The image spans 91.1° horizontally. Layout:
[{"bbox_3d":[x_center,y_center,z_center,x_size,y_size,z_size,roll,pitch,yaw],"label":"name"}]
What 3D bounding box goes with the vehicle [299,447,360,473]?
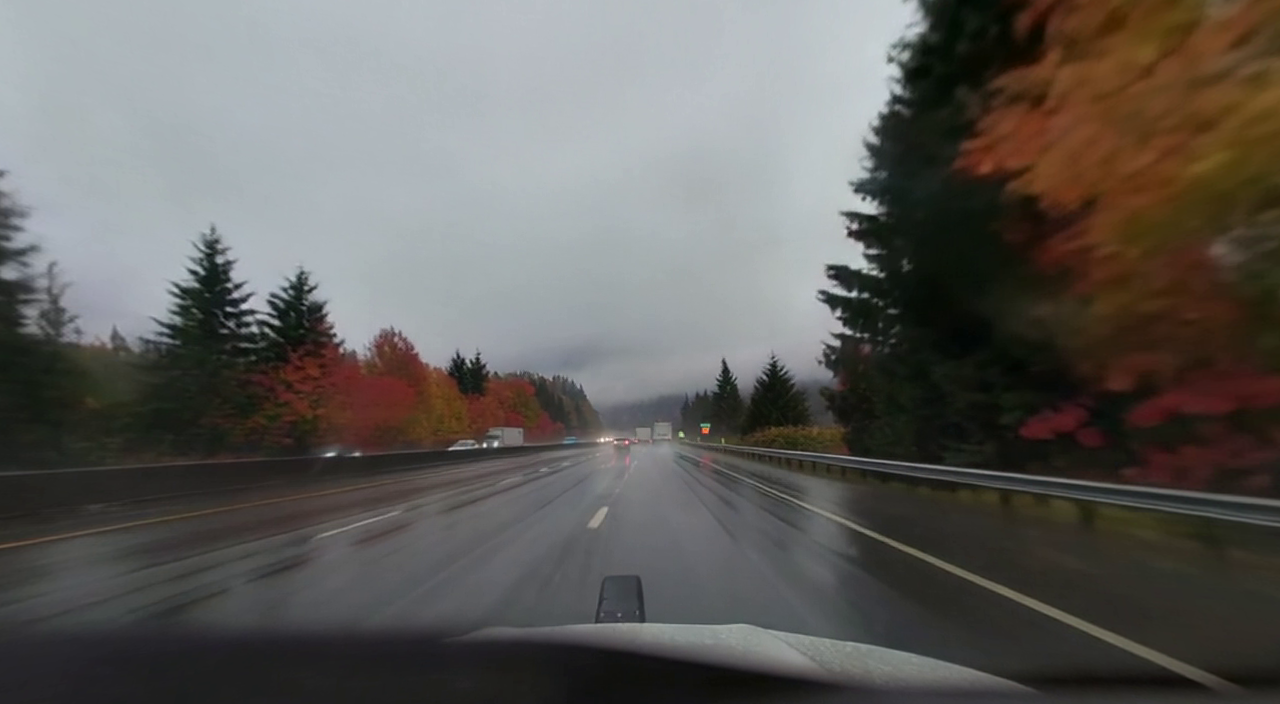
[{"bbox_3d":[-19.199,6.644,38.948,1.774,1.458,3.786,-1,-8,1],"label":"vehicle"}]
